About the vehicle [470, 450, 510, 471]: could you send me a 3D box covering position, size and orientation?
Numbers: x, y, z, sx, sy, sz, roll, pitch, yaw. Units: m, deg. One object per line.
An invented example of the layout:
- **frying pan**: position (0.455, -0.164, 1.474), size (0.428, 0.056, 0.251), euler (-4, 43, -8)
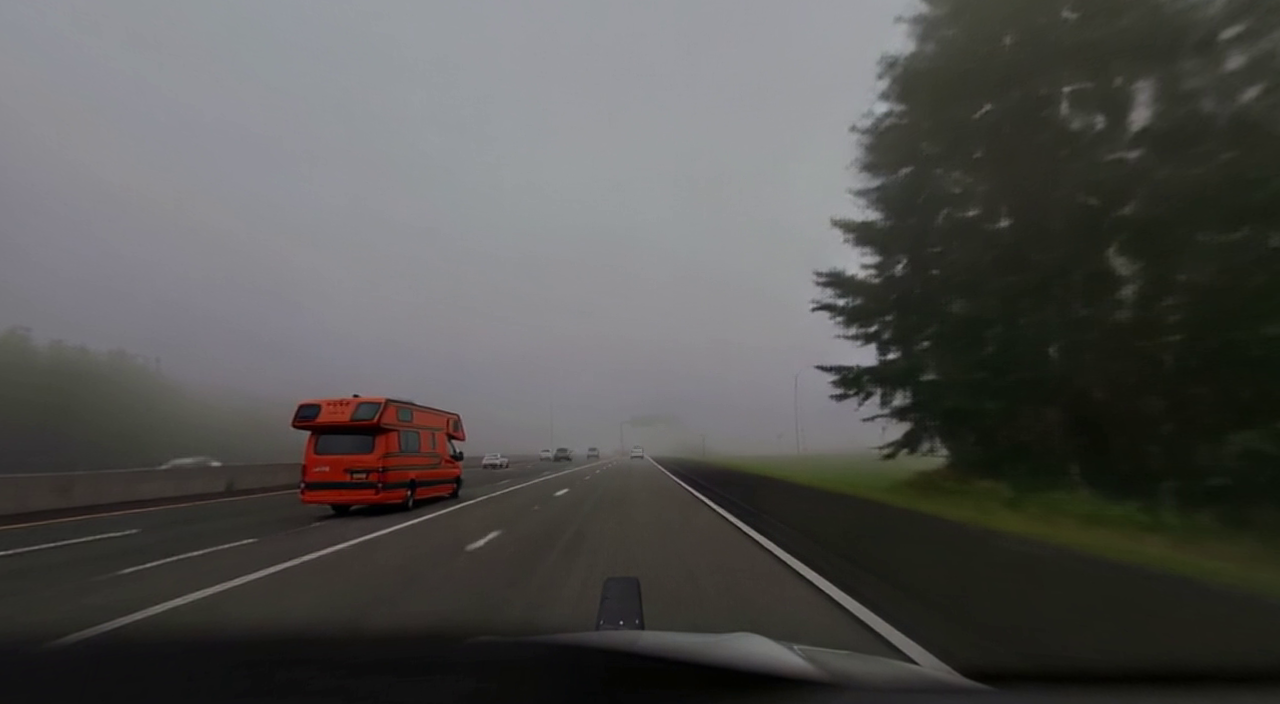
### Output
- **vehicle**: position (-11.443, 8.249, 48.313), size (1.981, 1.503, 4.207), euler (0, -8, 0)

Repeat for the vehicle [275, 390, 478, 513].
- **vehicle**: position (-7.320, 2.946, 18.988), size (2.747, 2.934, 7.411), euler (0, -8, 1)

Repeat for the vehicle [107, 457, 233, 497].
- **vehicle**: position (-19.673, 5.233, 26.722), size (1.850, 1.450, 4.544), euler (0, -8, 0)
